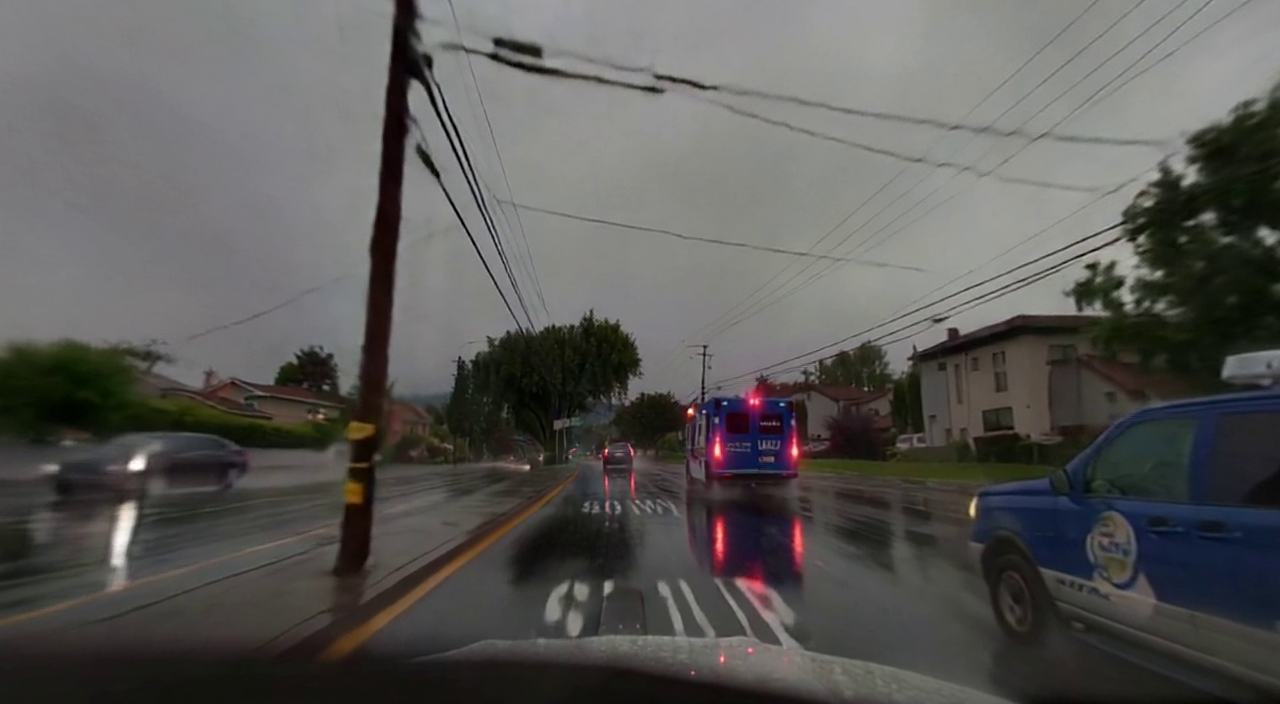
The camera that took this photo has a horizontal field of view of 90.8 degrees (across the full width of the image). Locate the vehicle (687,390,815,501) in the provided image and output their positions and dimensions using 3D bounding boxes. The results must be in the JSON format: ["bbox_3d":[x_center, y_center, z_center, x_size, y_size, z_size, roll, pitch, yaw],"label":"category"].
[{"bbox_3d":[2.946,2.689,18.420,2.406,2.687,5.521,0,-8,-3],"label":"vehicle"}]

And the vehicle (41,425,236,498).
[{"bbox_3d":[-13.276,2.903,17.137,1.909,1.705,4.126,0,-8,-1],"label":"vehicle"}]

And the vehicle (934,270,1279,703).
[{"bbox_3d":[3.419,0.667,2.316,2.194,1.922,4.822,0,-8,-2],"label":"vehicle"}]

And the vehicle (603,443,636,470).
[{"bbox_3d":[-1.444,6.999,42.735,2.114,1.707,3.725,0,-8,-4],"label":"vehicle"}]
